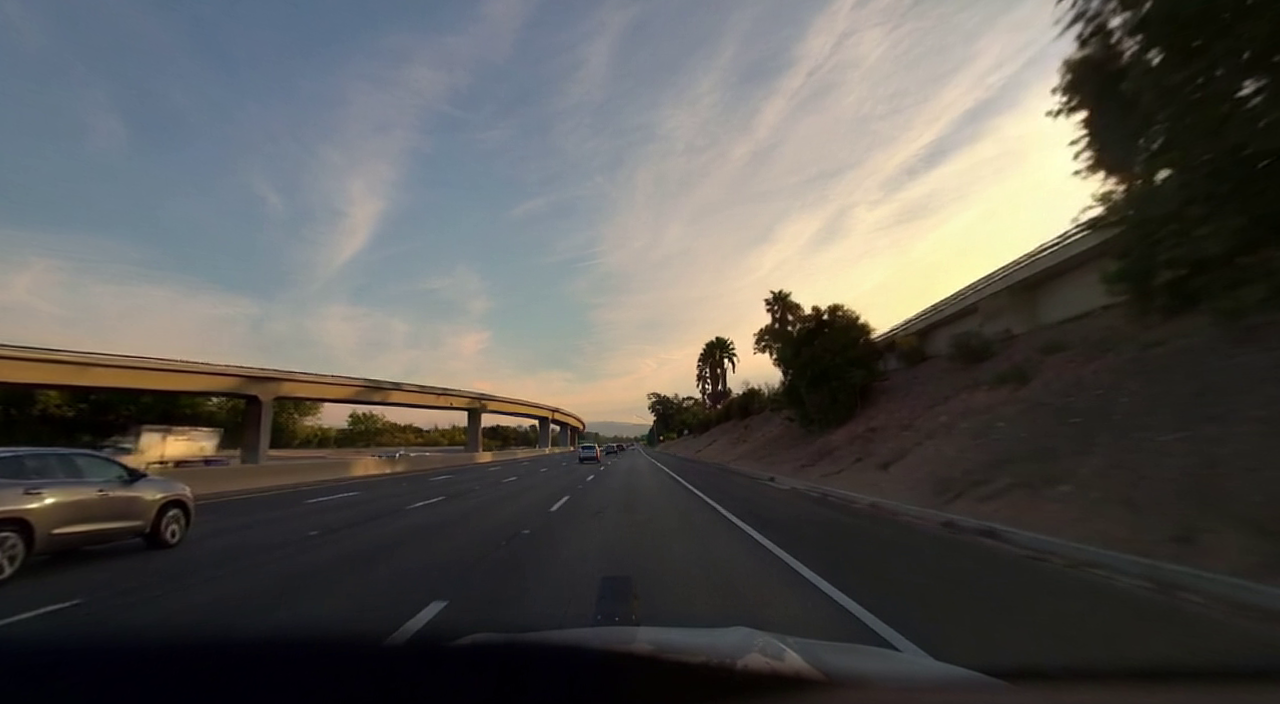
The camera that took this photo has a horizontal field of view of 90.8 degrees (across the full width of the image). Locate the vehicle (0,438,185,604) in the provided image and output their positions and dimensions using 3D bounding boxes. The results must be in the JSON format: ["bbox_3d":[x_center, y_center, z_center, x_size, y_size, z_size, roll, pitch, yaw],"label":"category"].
[{"bbox_3d":[-6.836,1.587,5.973,1.914,1.503,4.268,-1,-8,-1],"label":"vehicle"}]
